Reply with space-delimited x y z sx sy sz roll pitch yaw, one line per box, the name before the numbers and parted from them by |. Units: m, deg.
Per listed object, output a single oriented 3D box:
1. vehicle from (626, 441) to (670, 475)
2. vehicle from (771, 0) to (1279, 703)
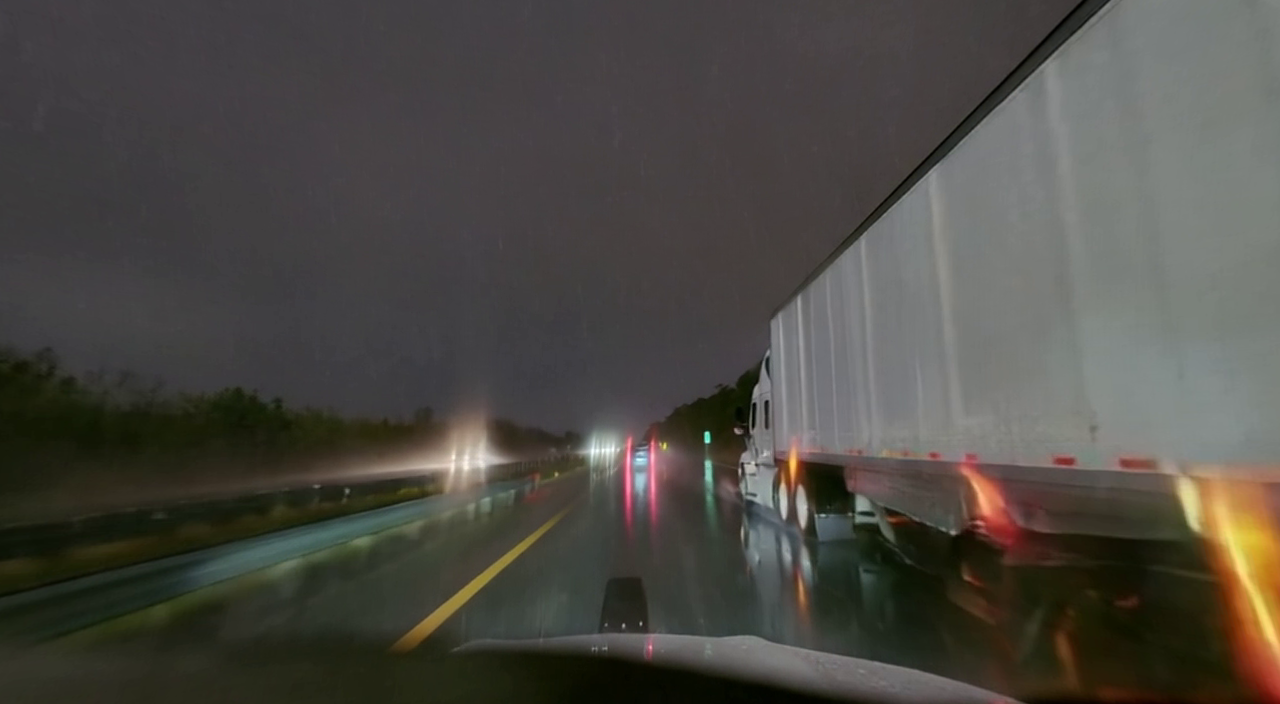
vehicle | 0.369 5.100 30.566 1.968 1.515 4.025 0 -8 1
vehicle | 3.779 -0.179 3.207 2.929 4.158 15.921 0 -8 0
